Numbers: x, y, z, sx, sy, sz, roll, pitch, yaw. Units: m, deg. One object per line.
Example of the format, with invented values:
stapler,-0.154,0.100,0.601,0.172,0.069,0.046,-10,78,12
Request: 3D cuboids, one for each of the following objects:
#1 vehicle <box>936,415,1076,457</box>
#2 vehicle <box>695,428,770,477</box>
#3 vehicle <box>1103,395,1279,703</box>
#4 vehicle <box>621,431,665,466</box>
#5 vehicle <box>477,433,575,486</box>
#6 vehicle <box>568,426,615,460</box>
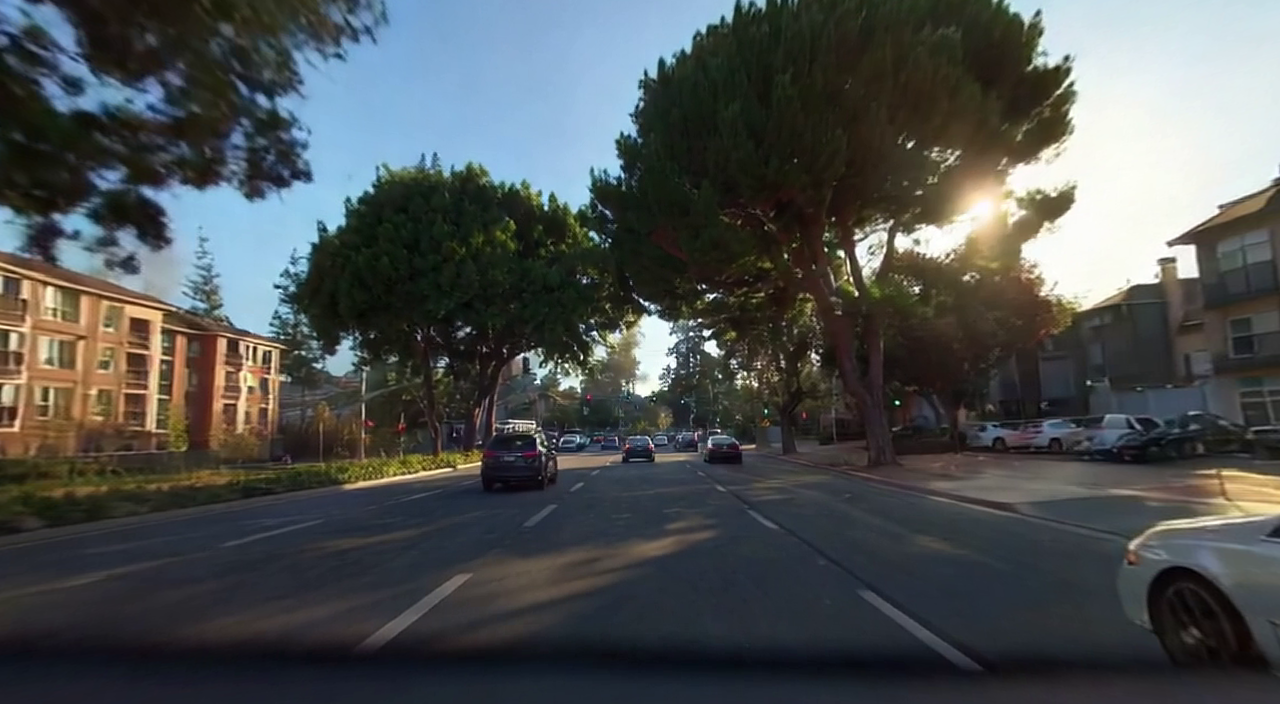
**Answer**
vehicle,15.720,3.660,27.292,4.701,1.721,2.103,0,-8,0
vehicle,3.389,3.800,23.999,2.137,1.646,4.488,0,-8,-1
vehicle,3.853,0.763,1.512,2.128,1.502,4.572,0,-8,2
vehicle,0.132,4.927,32.367,2.110,1.662,4.262,0,-8,0
vehicle,-3.474,3.384,20.154,2.049,1.485,4.656,0,-8,3
vehicle,-3.073,5.950,41.331,2.579,2.062,5.123,0,-8,2
